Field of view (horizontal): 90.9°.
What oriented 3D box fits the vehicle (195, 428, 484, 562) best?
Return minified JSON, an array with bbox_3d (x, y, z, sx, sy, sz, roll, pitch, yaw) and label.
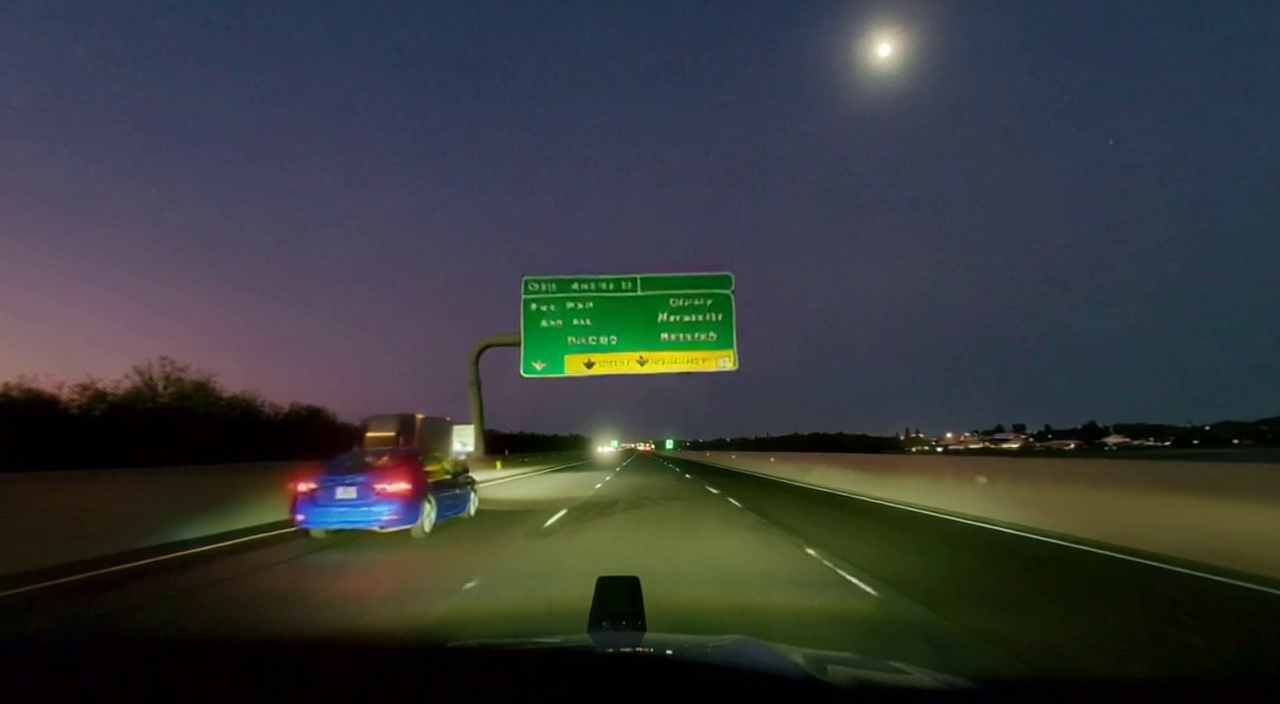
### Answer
[{"bbox_3d":[-4.117,2.043,9.771,2.160,1.552,4.592,0,-9,1],"label":"vehicle"}]
